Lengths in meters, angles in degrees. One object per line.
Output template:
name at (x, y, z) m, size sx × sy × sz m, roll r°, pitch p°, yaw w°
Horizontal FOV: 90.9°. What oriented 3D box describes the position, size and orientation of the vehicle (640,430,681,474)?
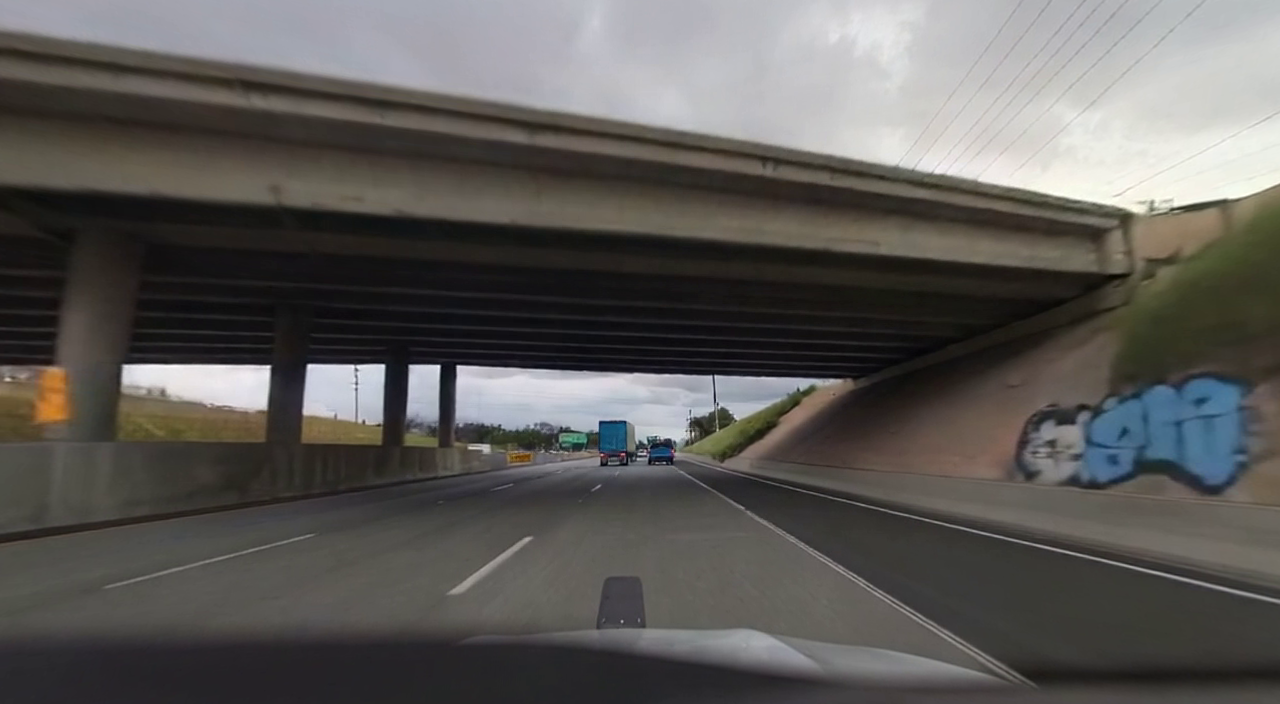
vehicle at (1.231, 6.471, 41.008) m, size 2.462 × 2.627 × 5.799 m, roll 0°, pitch -9°, yaw 0°
